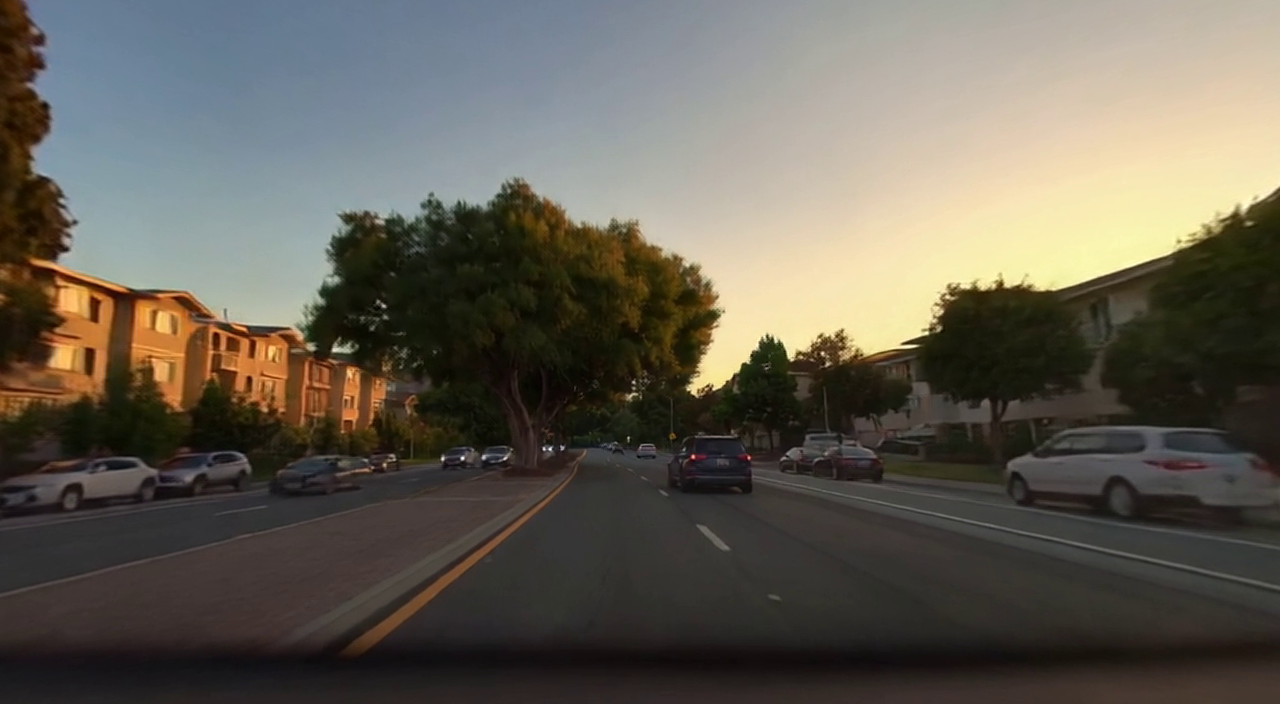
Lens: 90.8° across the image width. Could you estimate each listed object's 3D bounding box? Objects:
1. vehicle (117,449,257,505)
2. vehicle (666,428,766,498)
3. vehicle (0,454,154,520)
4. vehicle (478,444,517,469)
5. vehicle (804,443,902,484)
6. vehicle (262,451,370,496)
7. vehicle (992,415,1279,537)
[{"bbox_3d":[-18.227,4.992,25.839,2.182,1.840,5.105,-2,-7,-3],"label":"vehicle"},{"bbox_3d":[2.065,3.198,18.674,2.085,1.763,4.490,0,-8,-4],"label":"vehicle"},{"bbox_3d":[-18.067,4.145,19.970,1.871,1.712,4.710,0,-8,-4],"label":"vehicle"},{"bbox_3d":[-10.279,7.546,45.857,2.033,1.685,4.420,0,-8,-4],"label":"vehicle"},{"bbox_3d":[8.598,4.514,26.077,1.936,1.485,5.111,0,-8,-4],"label":"vehicle"},{"bbox_3d":[-12.176,4.536,24.102,1.895,1.458,4.512,0,-8,-3],"label":"vehicle"},{"bbox_3d":[9.391,2.264,12.256,2.052,1.853,4.886,0,-8,-3],"label":"vehicle"}]
